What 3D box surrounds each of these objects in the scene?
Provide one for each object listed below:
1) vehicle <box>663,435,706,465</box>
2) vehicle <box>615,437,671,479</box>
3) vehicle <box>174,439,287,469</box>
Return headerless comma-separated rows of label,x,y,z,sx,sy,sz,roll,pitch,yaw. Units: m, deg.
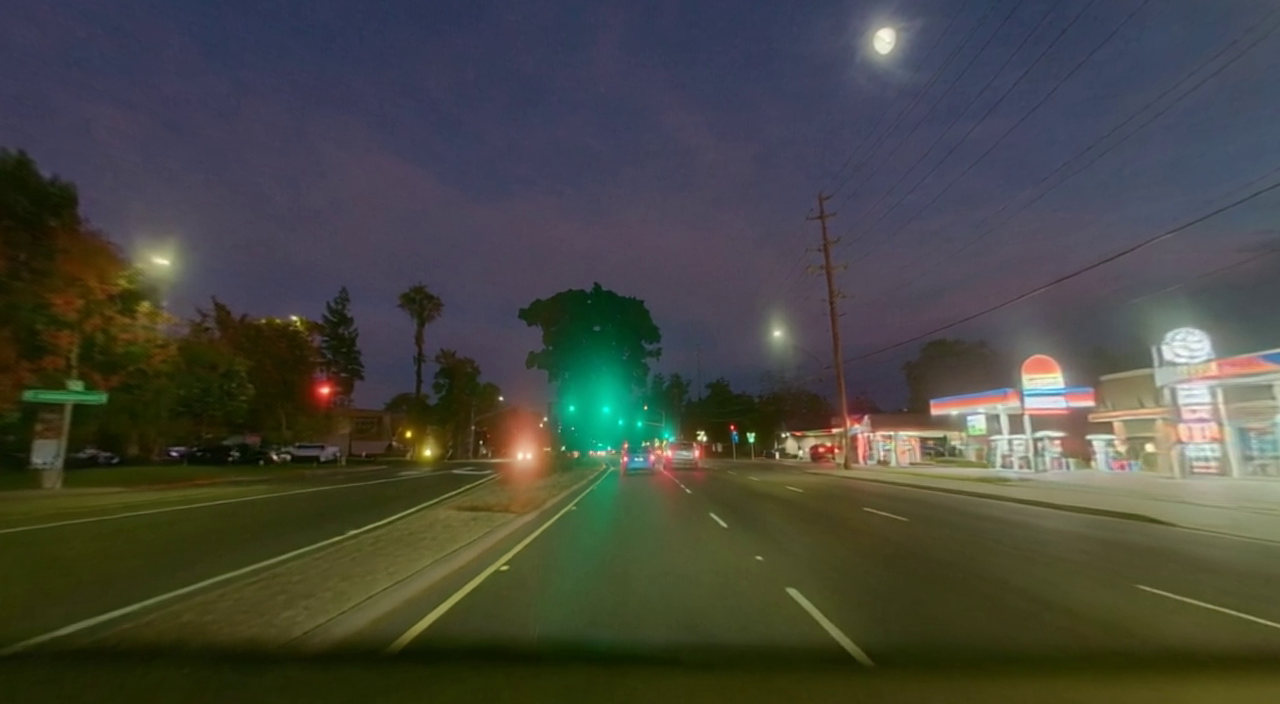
vehicle,3.203,7.280,46.988,2.731,2.101,6.047,1,-8,-1
vehicle,0.107,4.343,26.127,2.145,1.572,4.021,1,-8,-1
vehicle,-27.089,6.801,41.979,6.027,1.805,2.010,3,-11,-26
